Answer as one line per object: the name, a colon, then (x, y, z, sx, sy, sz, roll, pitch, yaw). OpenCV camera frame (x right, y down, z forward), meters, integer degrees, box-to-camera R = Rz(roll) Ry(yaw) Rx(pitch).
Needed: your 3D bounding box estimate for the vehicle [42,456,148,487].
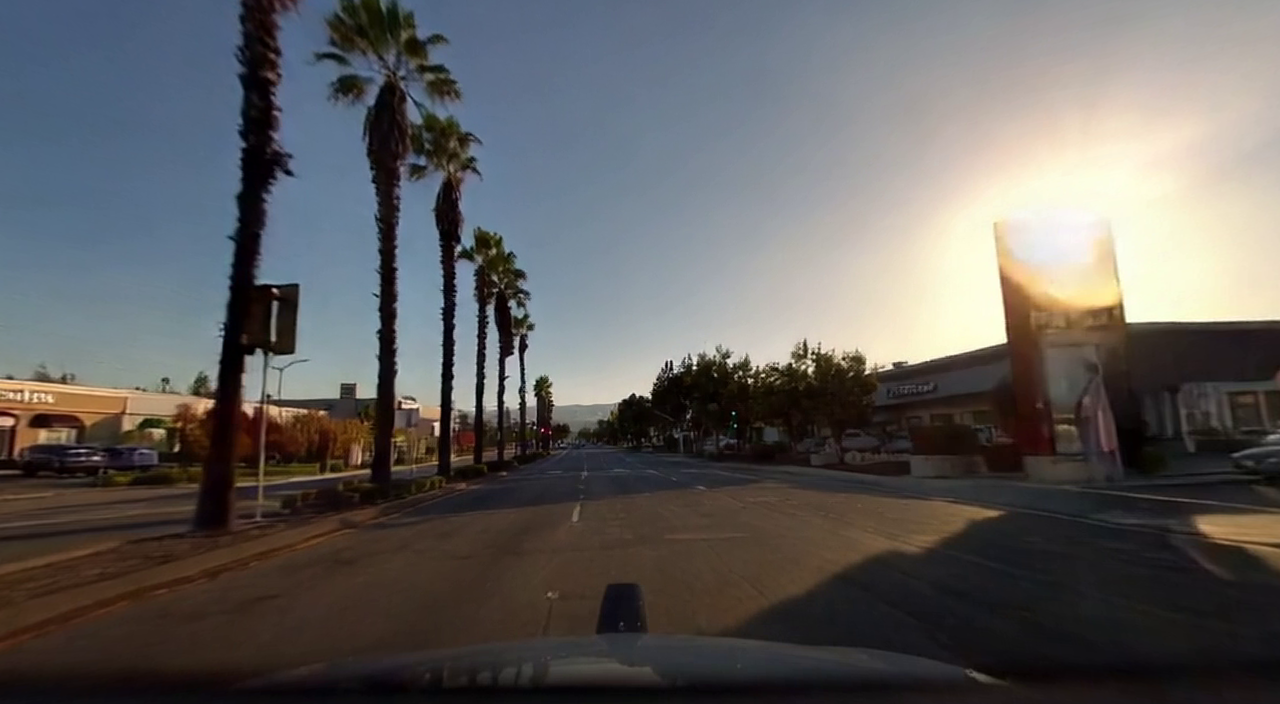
vehicle: (-30.188, 6.617, 35.193, 1.945, 1.444, 4.428, -4, -9, 1)

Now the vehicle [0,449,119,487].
vehicle: (-33.086, 6.542, 36.071, 2.236, 1.982, 5.467, 0, -9, -4)
